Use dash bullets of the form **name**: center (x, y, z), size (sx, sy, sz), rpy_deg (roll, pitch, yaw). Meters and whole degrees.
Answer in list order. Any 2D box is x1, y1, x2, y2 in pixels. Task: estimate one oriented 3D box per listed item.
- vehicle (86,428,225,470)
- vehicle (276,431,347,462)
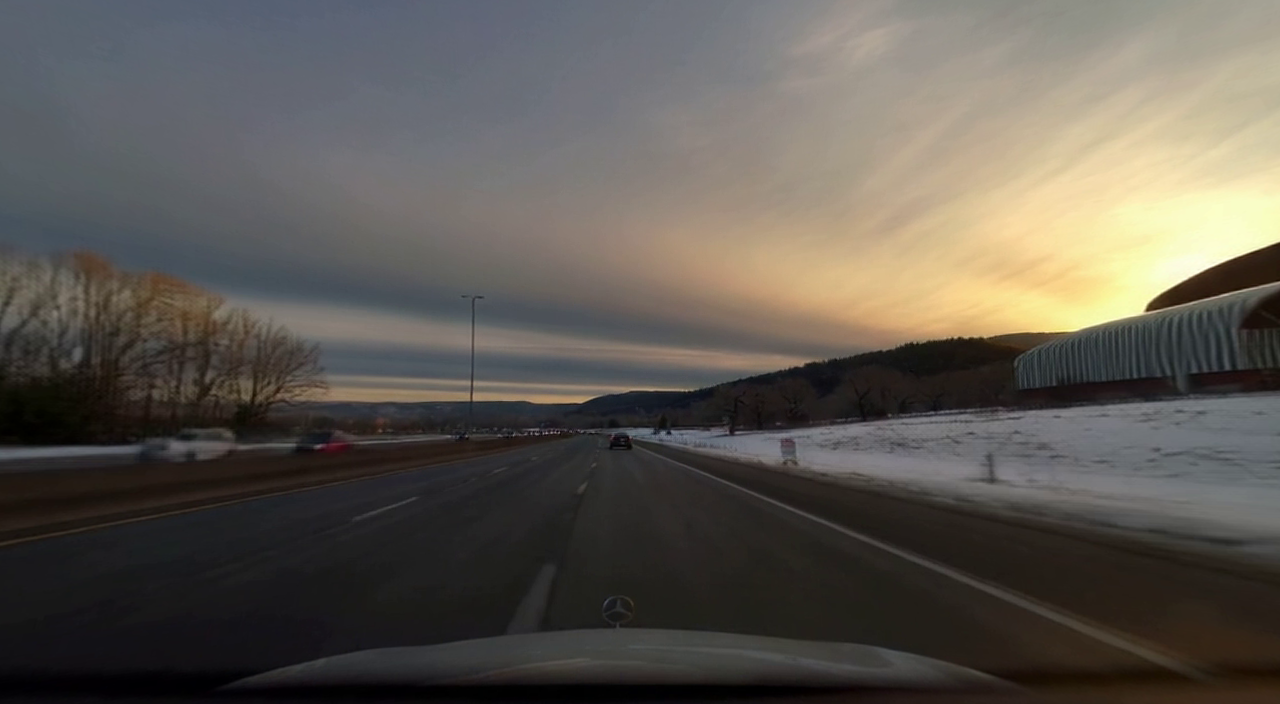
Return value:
- **vehicle**: center (-19.463, 3.922, 25.613), size (1.957, 1.528, 4.828), rpy_deg (0, -8, -2)
- **vehicle**: center (-16.406, 4.737, 31.571), size (1.689, 1.459, 3.650), rpy_deg (0, -8, -2)
